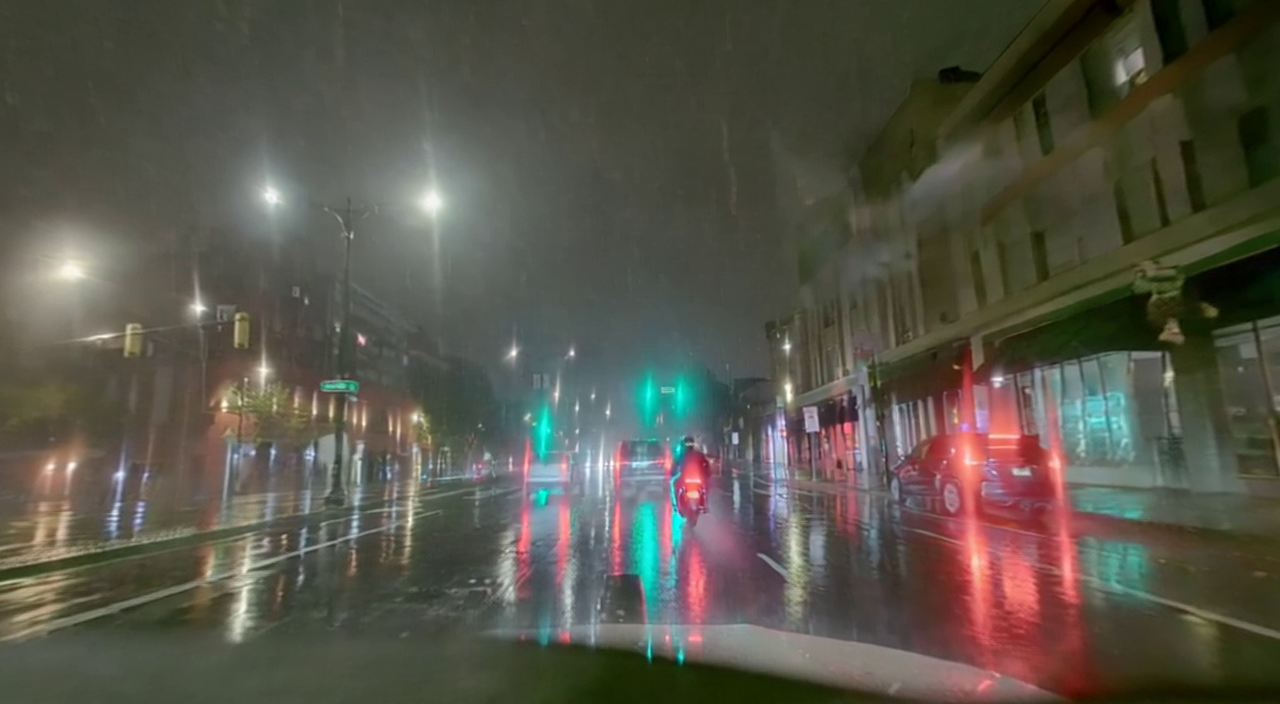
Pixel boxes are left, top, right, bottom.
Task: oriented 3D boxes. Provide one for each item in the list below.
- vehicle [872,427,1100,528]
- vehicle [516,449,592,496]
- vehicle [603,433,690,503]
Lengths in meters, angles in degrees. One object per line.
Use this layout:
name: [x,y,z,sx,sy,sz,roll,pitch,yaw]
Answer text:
vehicle: [7.166,2.633,13.918,2.018,1.772,4.968,0,-9,-2]
vehicle: [-2.986,4.287,22.952,2.014,1.470,4.552,0,-8,1]
vehicle: [0.170,3.305,18.469,2.223,1.775,4.250,0,-8,0]
